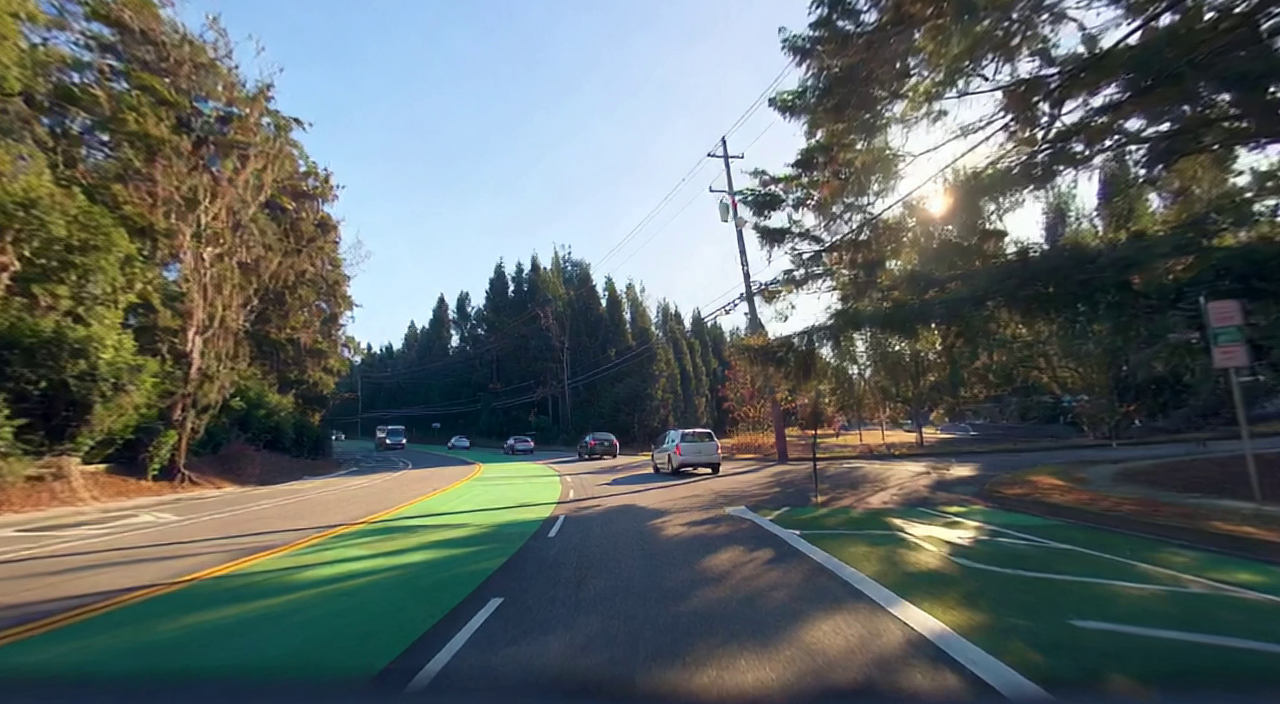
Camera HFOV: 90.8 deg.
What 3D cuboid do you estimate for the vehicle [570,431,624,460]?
[{"bbox_3d":[-2.721,5.789,39.015,2.075,1.699,4.520,3,-9,-20],"label":"vehicle"}]

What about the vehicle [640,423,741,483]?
[{"bbox_3d":[1.526,3.365,21.200,2.140,1.767,4.720,2,-9,-11],"label":"vehicle"}]
